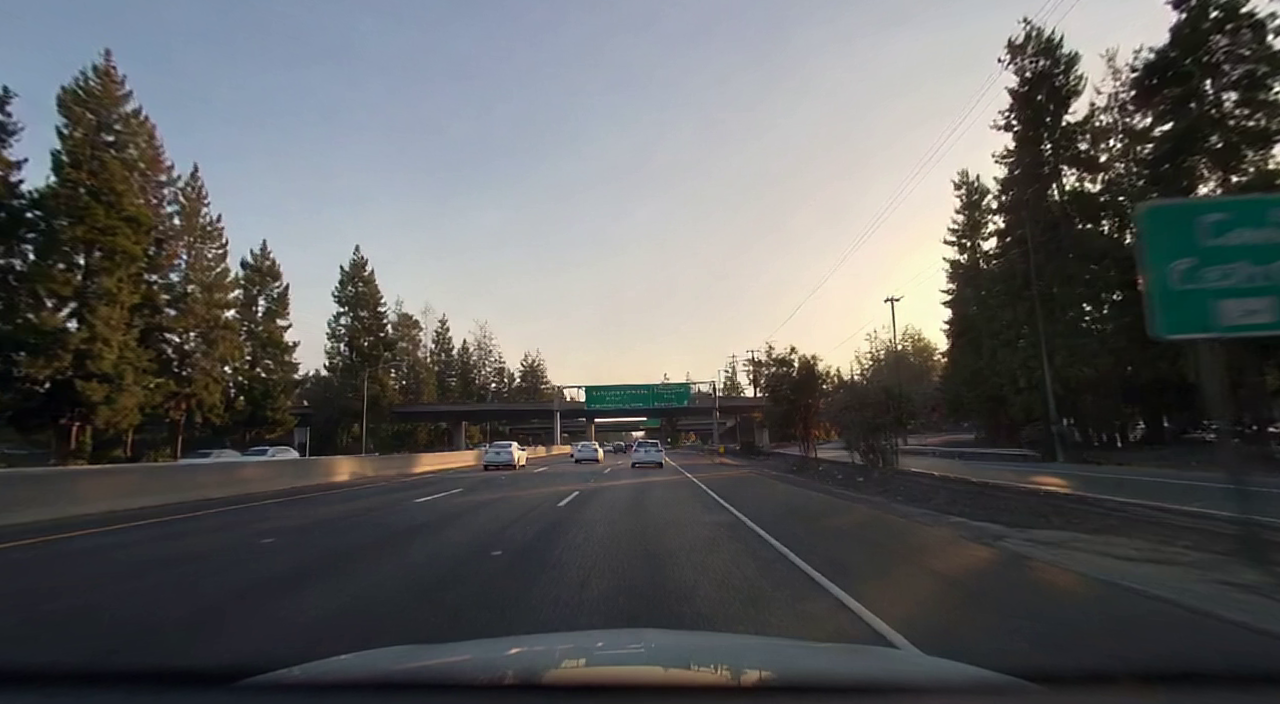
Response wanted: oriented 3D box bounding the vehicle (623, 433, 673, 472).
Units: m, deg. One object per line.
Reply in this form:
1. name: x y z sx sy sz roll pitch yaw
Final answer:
1. vehicle: 0.339 4.703 29.624 2.152 1.697 4.066 0 -8 0

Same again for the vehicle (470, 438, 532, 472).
1. vehicle: -7.301 5.461 33.607 2.139 1.653 4.614 0 -8 2

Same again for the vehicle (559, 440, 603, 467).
1. vehicle: -3.363 5.930 36.917 2.056 1.464 4.564 0 -8 1

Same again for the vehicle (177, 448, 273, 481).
1. vehicle: -21.038 5.682 32.209 1.827 1.529 4.380 0 -8 1
